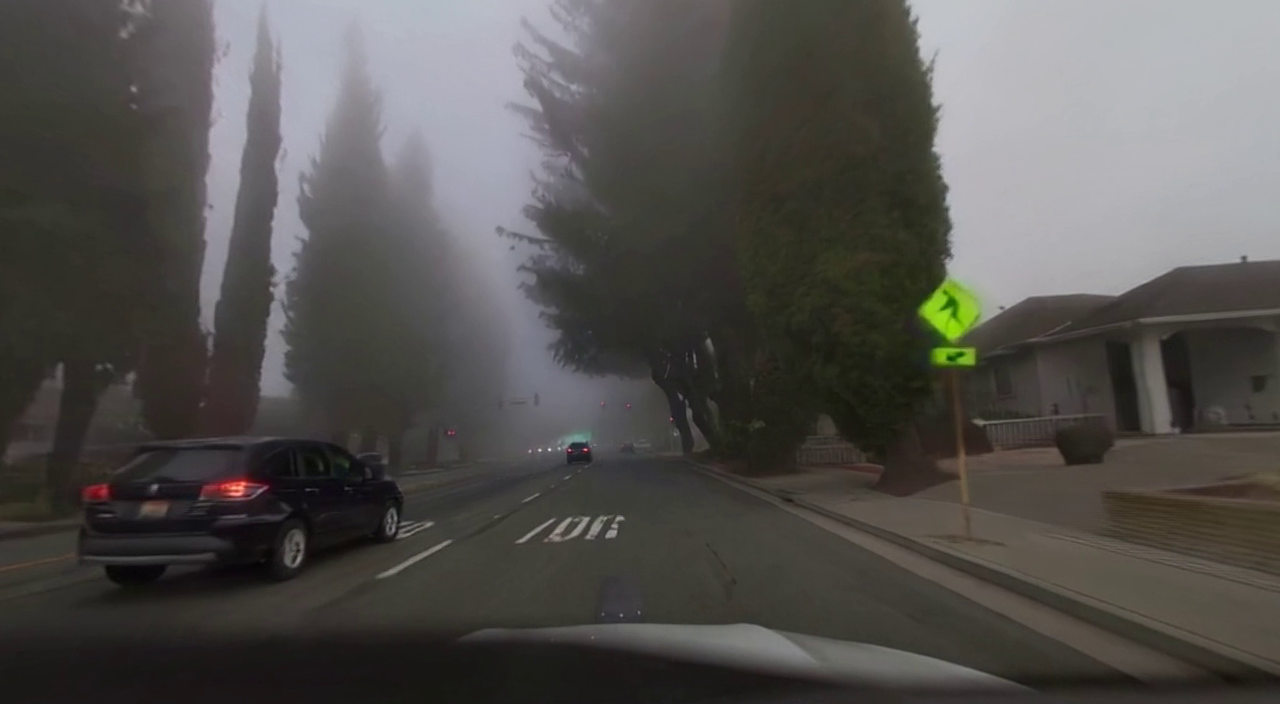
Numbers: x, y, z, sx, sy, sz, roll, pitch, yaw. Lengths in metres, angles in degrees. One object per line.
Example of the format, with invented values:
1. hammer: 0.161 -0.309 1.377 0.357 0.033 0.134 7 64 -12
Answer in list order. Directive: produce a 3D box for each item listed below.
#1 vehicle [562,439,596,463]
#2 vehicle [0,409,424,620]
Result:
1. vehicle: -4.593 7.538 48.108 2.065 1.714 4.272 0 -8 1
2. vehicle: -4.509 1.666 7.543 2.169 1.706 4.638 0 -8 1
